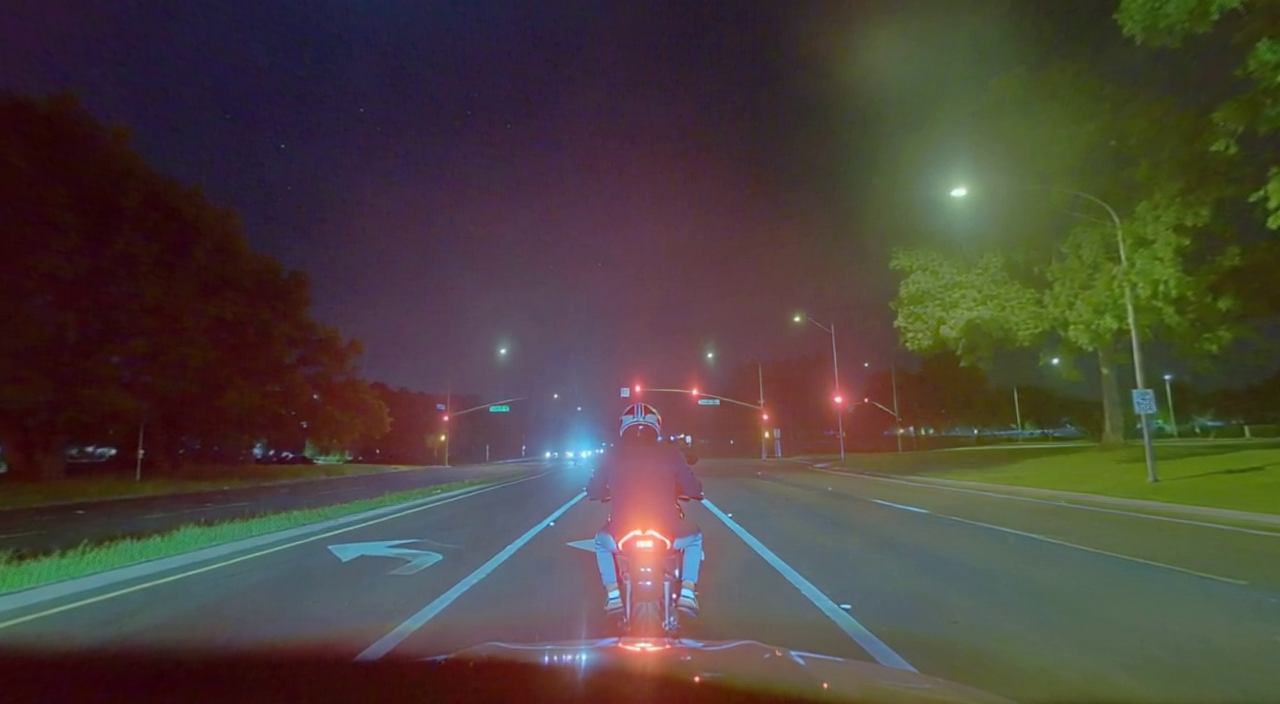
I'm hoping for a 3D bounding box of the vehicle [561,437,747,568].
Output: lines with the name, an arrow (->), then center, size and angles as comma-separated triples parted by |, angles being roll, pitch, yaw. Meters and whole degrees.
vehicle -> 0.120, 2.024, 9.405 | 2.093, 1.450, 4.437 | 0, -8, -1
